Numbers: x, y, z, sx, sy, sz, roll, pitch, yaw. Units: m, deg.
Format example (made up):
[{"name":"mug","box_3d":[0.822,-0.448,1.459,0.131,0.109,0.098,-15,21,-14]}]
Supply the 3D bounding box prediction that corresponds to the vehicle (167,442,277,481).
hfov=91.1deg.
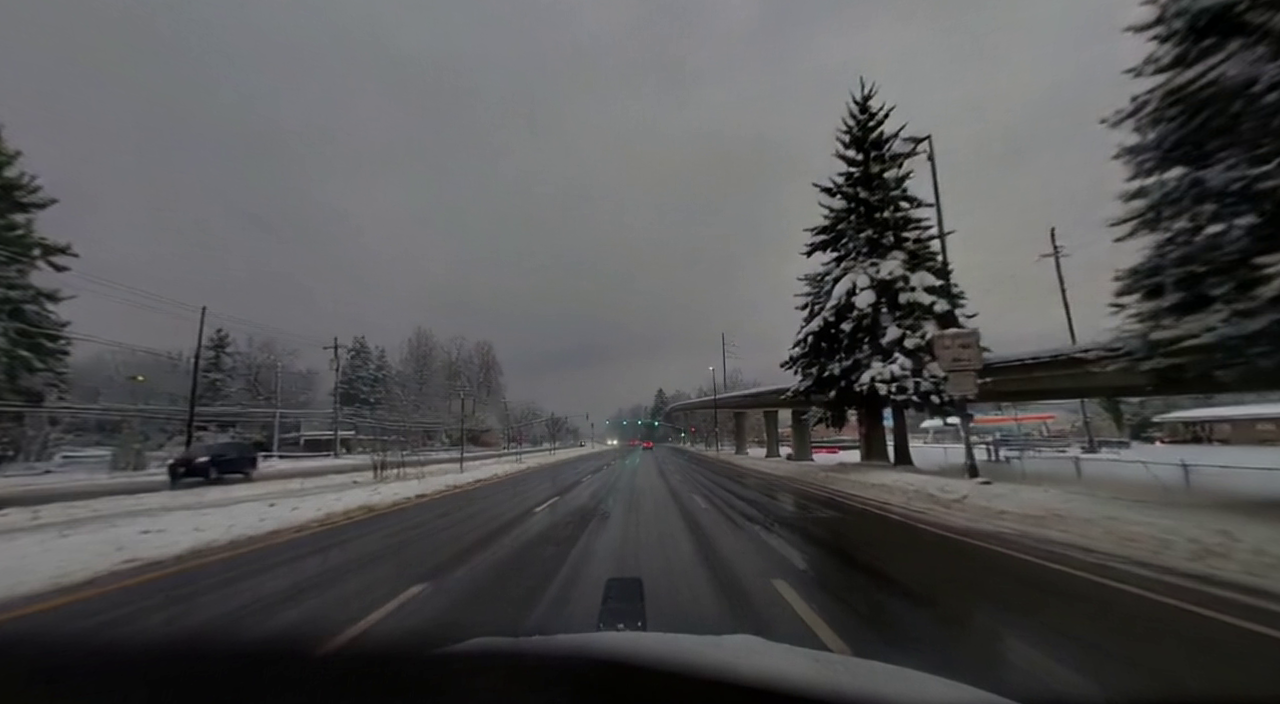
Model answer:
[{"name":"vehicle","box_3d":[-19.687,5.142,29.883,2.002,1.642,4.619,0,-8,0]}]
